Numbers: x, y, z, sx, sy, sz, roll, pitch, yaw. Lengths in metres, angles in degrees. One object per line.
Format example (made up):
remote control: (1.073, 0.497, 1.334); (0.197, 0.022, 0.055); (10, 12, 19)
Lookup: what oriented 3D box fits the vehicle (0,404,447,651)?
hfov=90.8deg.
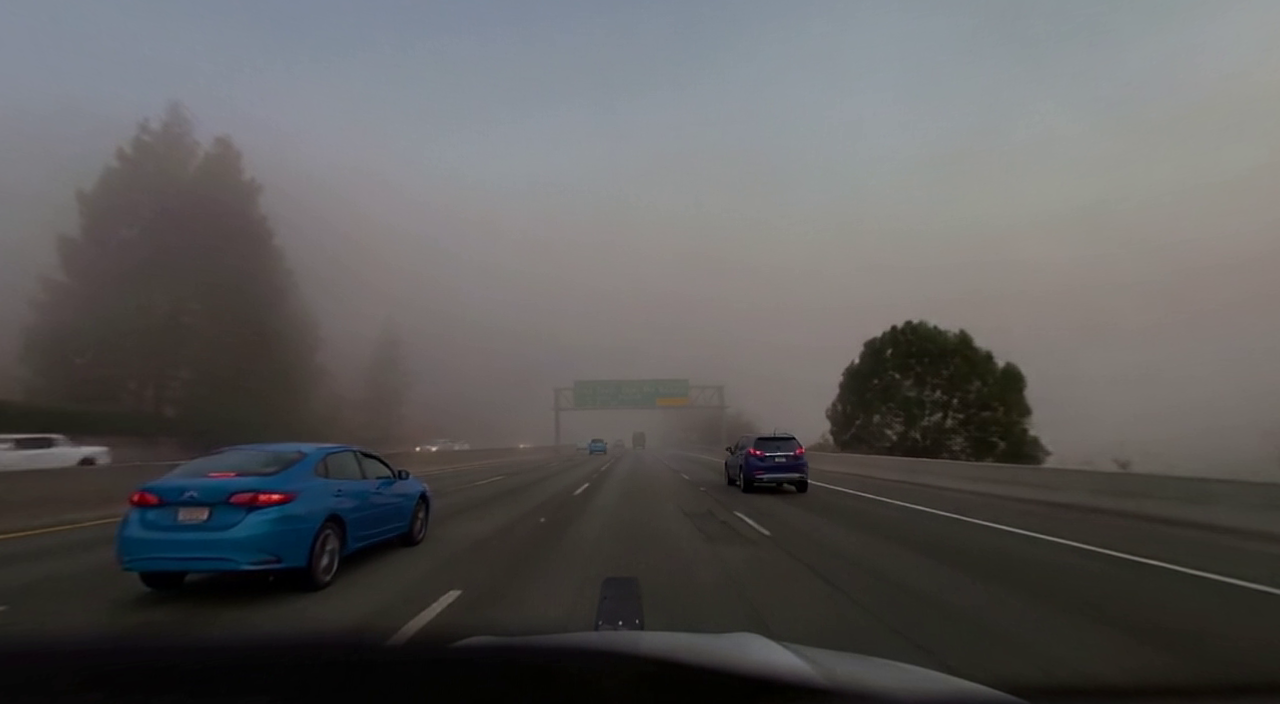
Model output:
vehicle: (-3.876, 1.506, 6.589); (2.118, 1.573, 4.940); (0, -9, 1)

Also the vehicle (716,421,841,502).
vehicle: (3.193, 2.647, 15.530); (2.053, 1.714, 4.097); (0, -9, -1)
